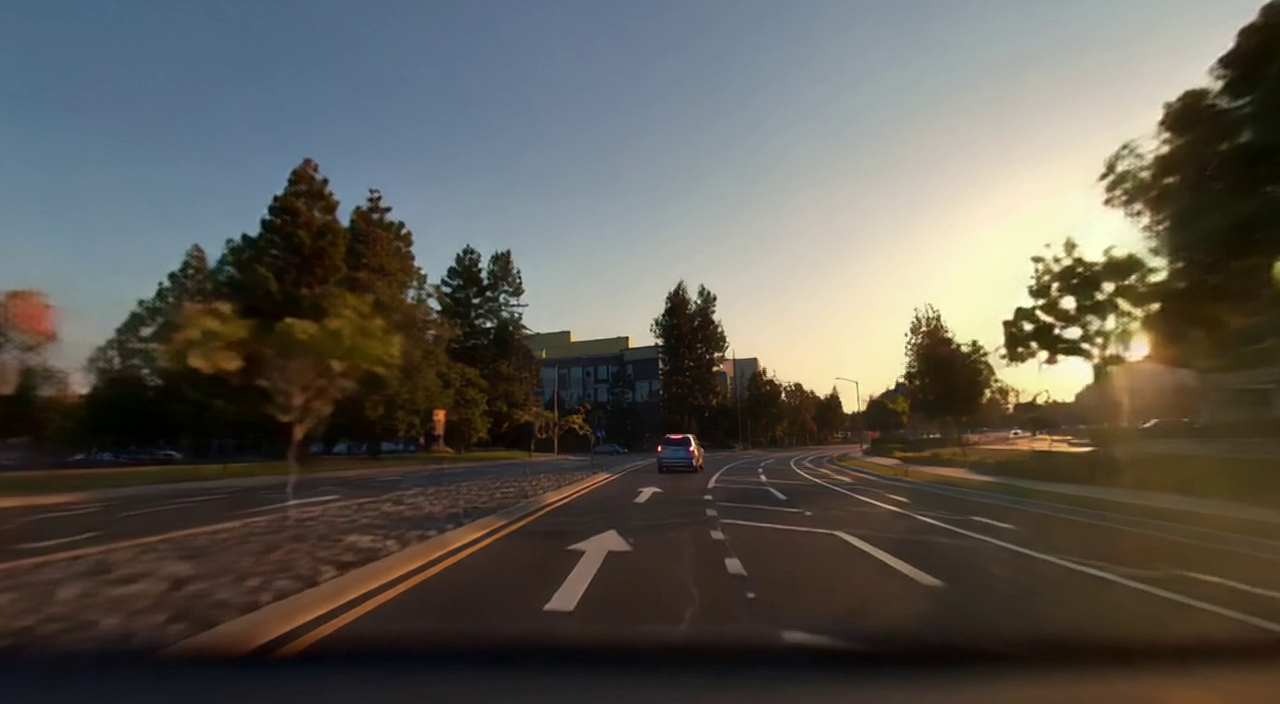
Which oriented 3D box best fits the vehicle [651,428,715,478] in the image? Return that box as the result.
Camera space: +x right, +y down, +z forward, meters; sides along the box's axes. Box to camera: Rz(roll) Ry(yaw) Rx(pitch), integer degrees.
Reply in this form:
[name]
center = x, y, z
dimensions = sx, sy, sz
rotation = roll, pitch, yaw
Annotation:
[vehicle]
center = 2.016, 4.414, 27.650
dimensions = 2.371, 1.926, 5.615
rotation = -1, -9, 8
